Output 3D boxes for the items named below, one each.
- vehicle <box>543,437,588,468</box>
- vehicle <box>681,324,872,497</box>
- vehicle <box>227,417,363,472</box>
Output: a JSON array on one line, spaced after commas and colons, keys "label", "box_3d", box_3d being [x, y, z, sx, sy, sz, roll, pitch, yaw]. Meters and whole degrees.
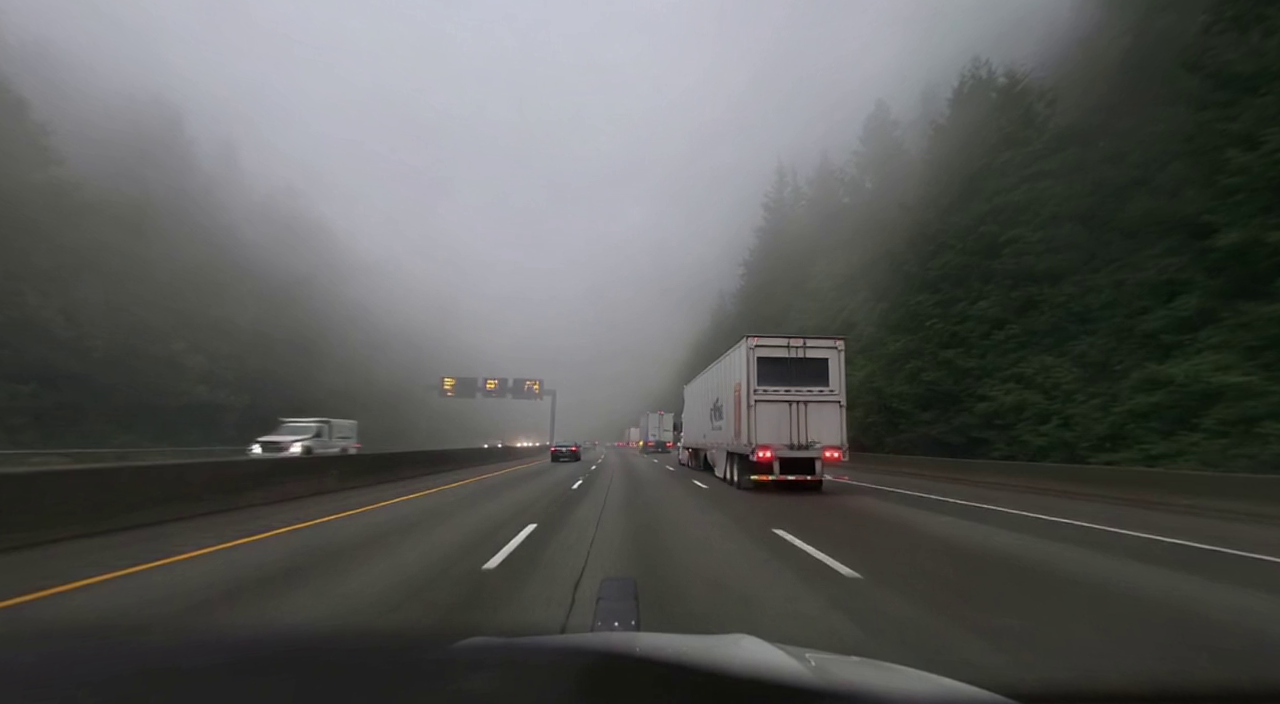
[{"label": "vehicle", "box_3d": [-4.224, 5.738, 36.268, 2.206, 1.644, 4.027, 0, -8, -2]}, {"label": "vehicle", "box_3d": [3.599, 2.256, 21.249, 2.948, 4.045, 13.051, 0, -8, -3]}, {"label": "vehicle", "box_3d": [-12.797, 3.504, 23.899, 2.067, 1.825, 5.662, 0, -8, -1]}]
